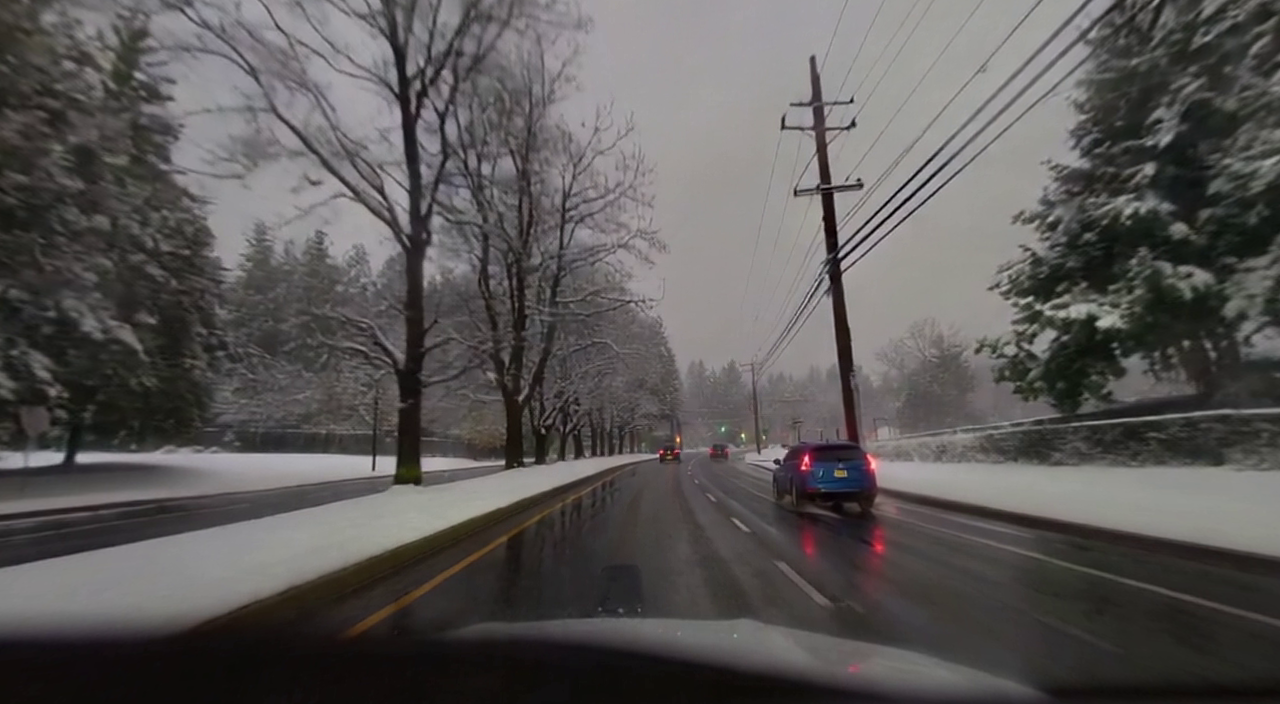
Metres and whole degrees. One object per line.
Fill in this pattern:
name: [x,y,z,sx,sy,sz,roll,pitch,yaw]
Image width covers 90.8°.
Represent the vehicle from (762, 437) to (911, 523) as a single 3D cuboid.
vehicle: [3.990,2.676,13.687,1.881,1.512,4.294,-1,-9,1]
